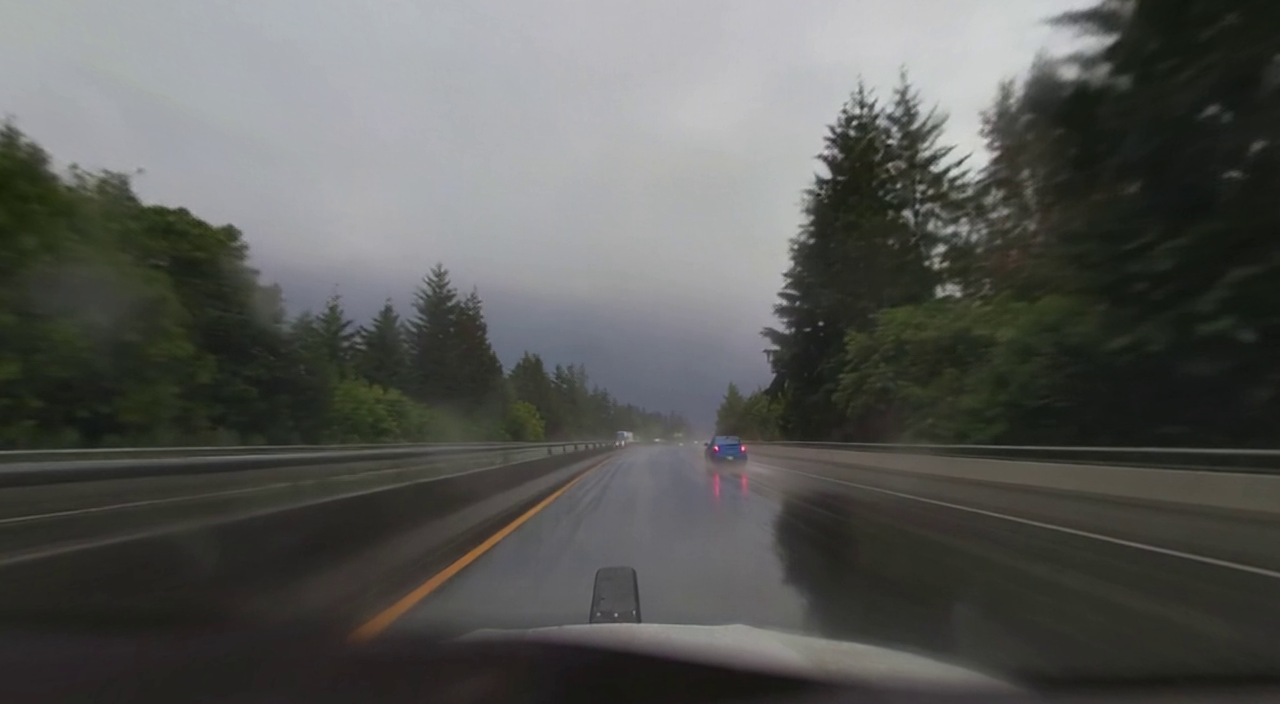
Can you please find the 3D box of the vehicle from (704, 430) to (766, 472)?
[{"bbox_3d":[4.076,4.300,27.634,2.022,1.663,4.245,0,-8,0],"label":"vehicle"}]
